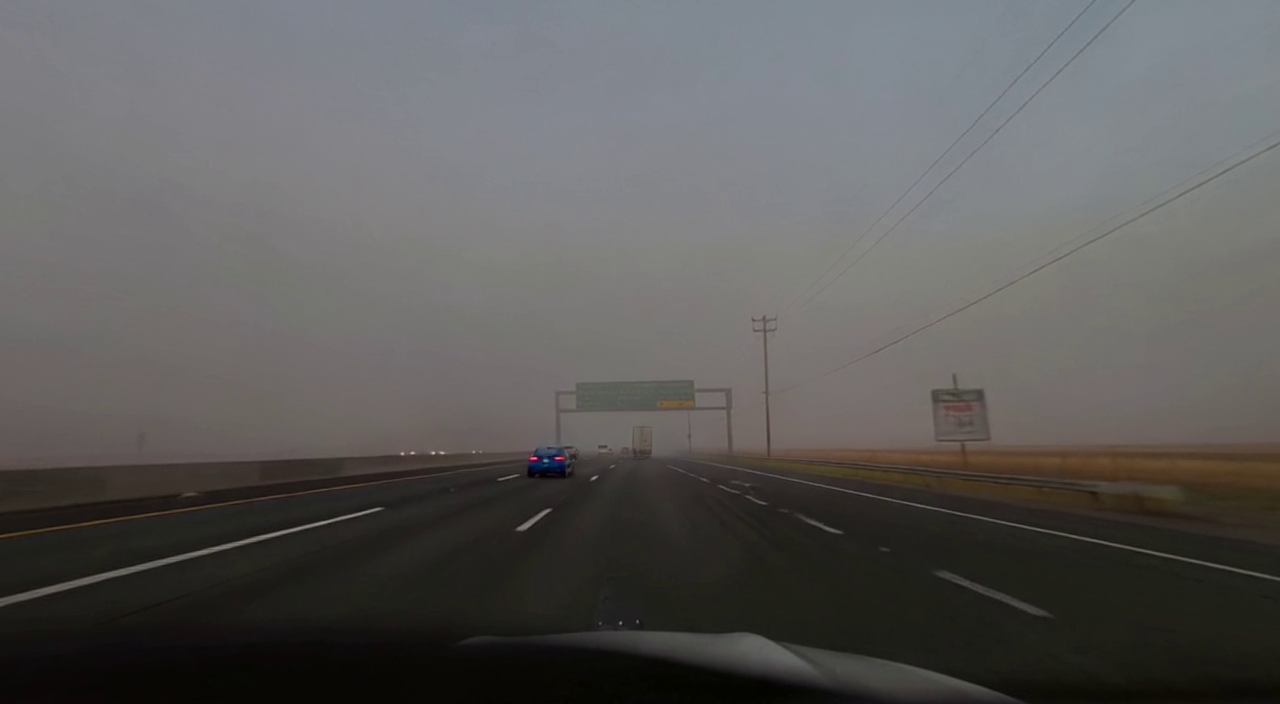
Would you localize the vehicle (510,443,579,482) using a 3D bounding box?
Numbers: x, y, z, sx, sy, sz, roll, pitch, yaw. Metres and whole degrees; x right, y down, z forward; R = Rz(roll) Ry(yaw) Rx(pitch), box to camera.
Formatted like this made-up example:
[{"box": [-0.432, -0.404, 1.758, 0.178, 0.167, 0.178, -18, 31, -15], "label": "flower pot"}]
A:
[{"box": [-3.882, 4.596, 26.459, 2.104, 1.501, 4.459, 0, -9, 1], "label": "vehicle"}]
